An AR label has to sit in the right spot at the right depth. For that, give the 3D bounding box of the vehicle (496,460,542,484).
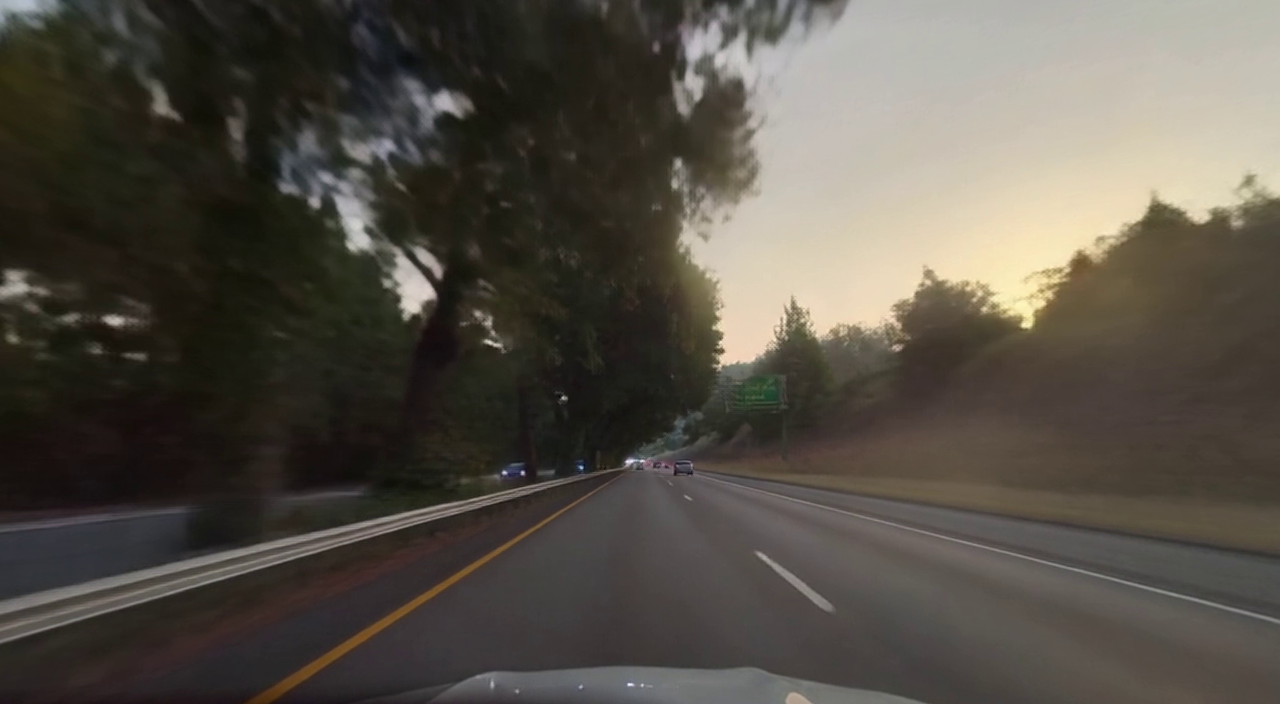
[{"bbox_3d":[-7.854,7.837,41.189,2.049,1.456,4.249,0,-10,2],"label":"vehicle"}]
